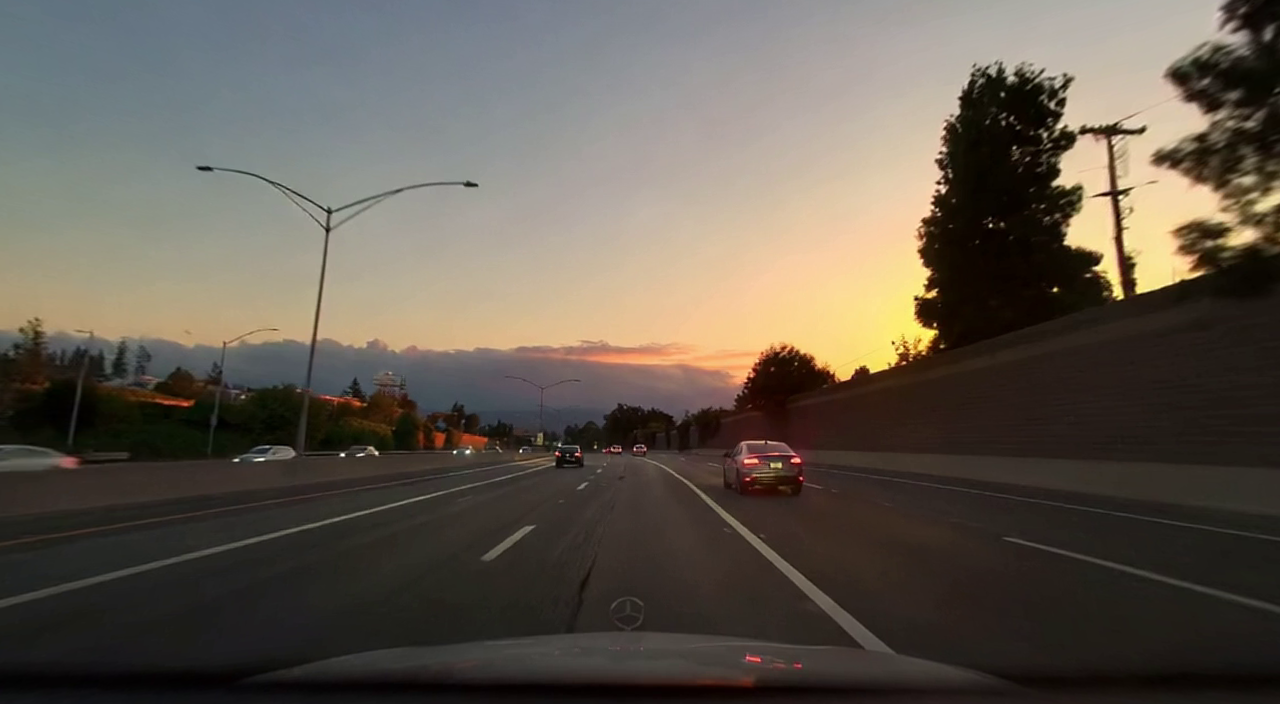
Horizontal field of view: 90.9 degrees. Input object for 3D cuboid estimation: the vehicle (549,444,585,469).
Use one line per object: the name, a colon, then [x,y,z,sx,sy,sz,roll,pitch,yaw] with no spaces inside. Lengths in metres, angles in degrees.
vehicle: [-4.661,6.736,40.790,2.014,1.481,4.156,0,-8,-2]

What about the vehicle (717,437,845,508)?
vehicle: [3.317,2.932,15.938,2.030,1.490,4.737,0,-8,-1]
